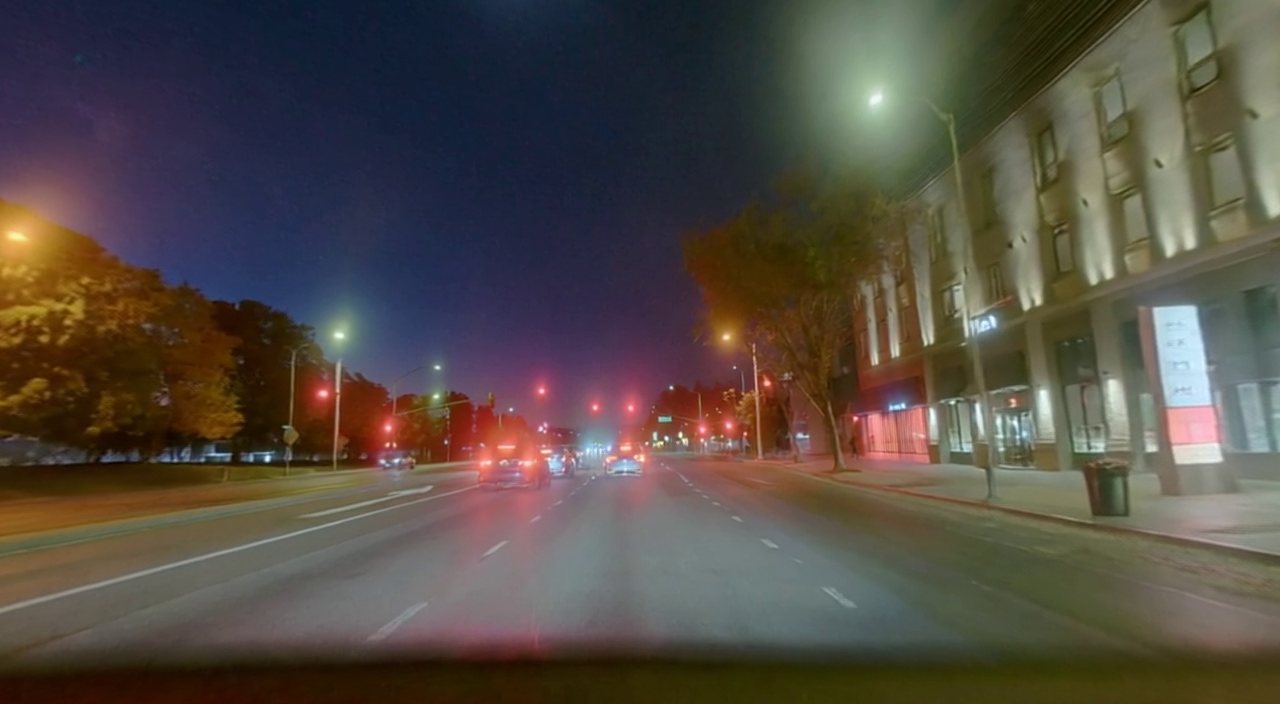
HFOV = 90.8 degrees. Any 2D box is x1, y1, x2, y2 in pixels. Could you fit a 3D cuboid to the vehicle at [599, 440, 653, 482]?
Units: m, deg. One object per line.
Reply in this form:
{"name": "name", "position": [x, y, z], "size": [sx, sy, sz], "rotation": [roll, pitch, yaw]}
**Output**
{"name": "vehicle", "position": [-0.529, 4.422, 25.883], "size": [2.042, 1.555, 3.912], "rotation": [0, -9, 0]}

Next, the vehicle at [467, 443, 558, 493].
{"name": "vehicle", "position": [-4.080, 3.780, 20.996], "size": [2.020, 1.457, 4.496], "rotation": [0, -9, 1]}
